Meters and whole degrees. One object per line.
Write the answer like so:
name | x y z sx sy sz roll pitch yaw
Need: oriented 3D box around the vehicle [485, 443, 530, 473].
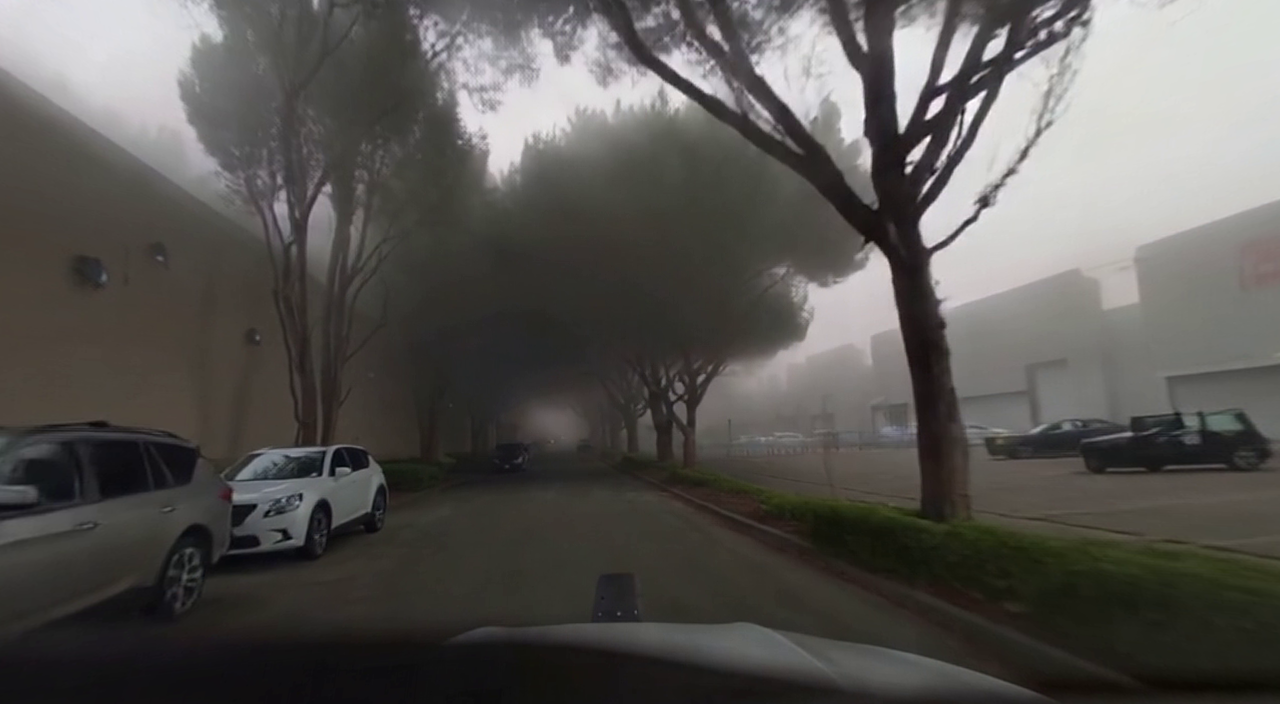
vehicle | -7.749 6.248 37.285 2.040 1.501 4.440 -3 -9 -6

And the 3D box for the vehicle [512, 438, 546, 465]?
vehicle | -8.650 7.792 49.293 2.161 1.843 5.181 -3 -9 -6

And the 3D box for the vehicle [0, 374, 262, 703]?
vehicle | -4.056 1.074 3.289 1.902 1.712 4.729 -2 -9 -9
